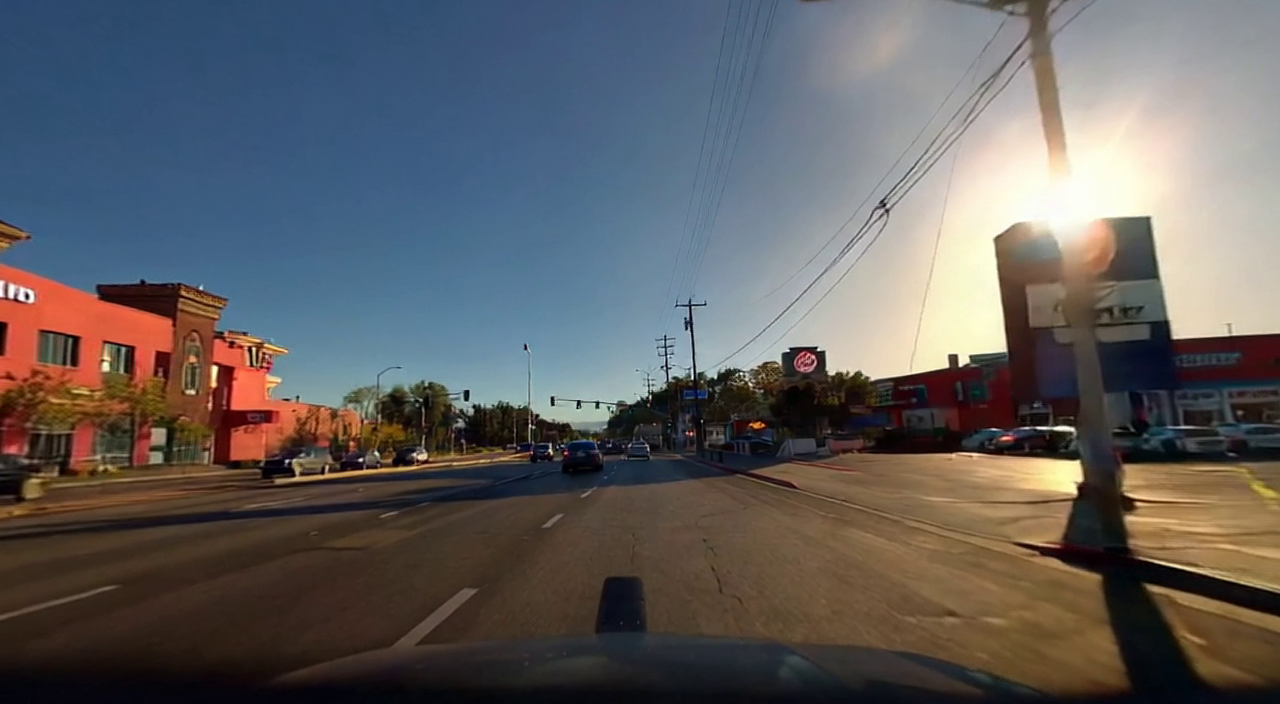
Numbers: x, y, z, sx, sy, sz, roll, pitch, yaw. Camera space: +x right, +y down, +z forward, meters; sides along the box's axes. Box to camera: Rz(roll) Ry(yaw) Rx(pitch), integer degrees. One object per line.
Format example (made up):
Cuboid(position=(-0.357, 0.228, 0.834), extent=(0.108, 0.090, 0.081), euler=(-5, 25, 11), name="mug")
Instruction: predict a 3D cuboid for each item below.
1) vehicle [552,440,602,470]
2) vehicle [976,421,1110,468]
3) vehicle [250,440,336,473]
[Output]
Cuboid(position=(-3.229, 5.435, 33.518), extent=(2.179, 1.490, 4.742), euler=(0, -9, 0), name="vehicle")
Cuboid(position=(14.793, 3.449, 23.665), extent=(2.036, 1.520, 5.417), euler=(-1, -8, 7), name="vehicle")
Cuboid(position=(-21.076, 6.364, 38.676), extent=(2.211, 1.813, 4.818), euler=(-1, -9, 4), name="vehicle")
